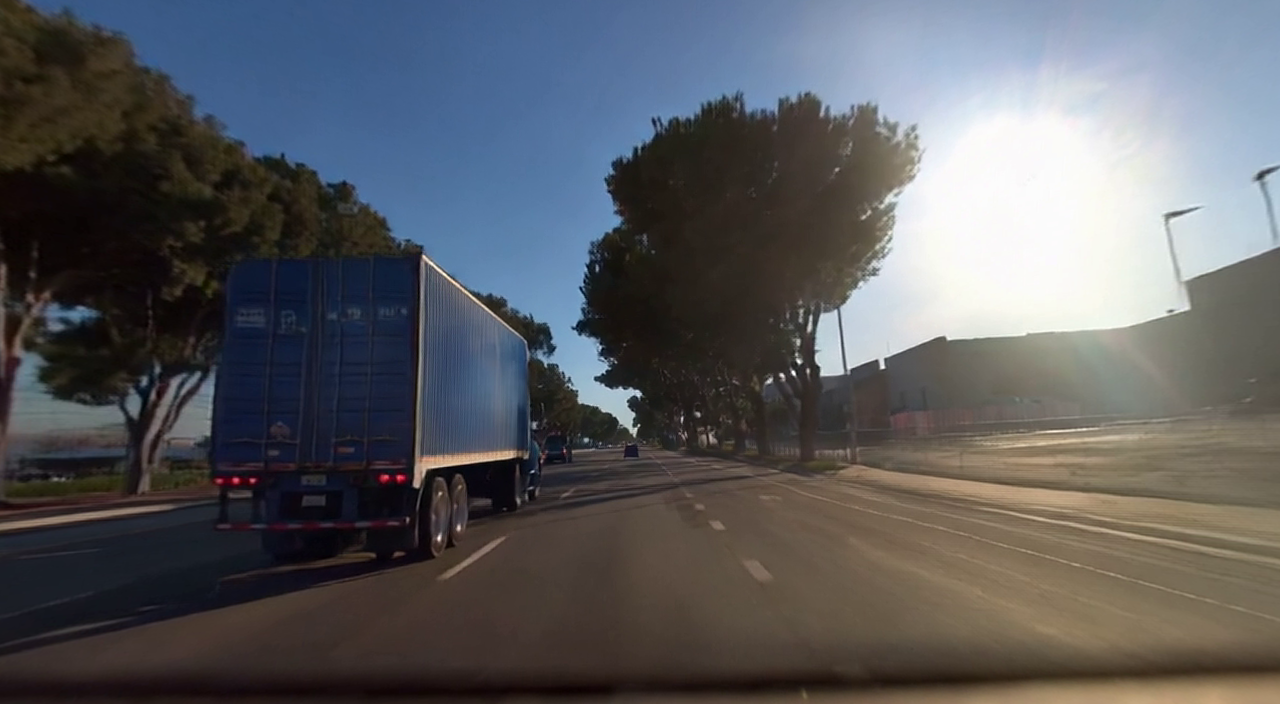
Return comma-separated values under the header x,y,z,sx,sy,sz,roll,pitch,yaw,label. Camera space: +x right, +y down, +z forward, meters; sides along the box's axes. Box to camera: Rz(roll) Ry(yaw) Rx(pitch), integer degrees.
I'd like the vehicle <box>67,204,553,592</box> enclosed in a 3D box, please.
x,y,z,sx,sy,sz,roll,pitch,yaw,label
-3.397,0.935,9.736,2.910,3.419,8.376,0,-8,0,vehicle
